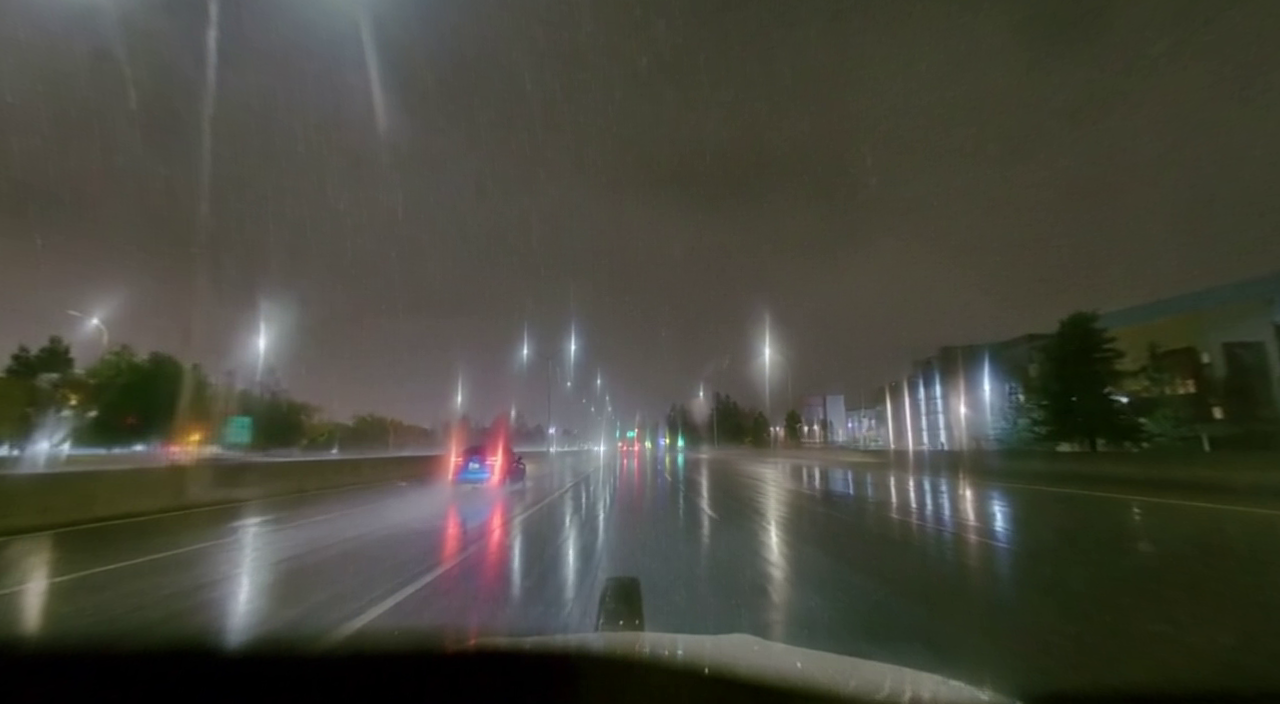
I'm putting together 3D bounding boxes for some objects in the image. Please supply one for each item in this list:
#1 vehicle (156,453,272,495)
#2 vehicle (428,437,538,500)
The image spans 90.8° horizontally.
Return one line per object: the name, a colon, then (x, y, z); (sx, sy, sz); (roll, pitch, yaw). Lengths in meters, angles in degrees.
vehicle: (-17.735, 5.067, 26.598); (1.920, 1.540, 4.259); (0, -9, 0)
vehicle: (-4.131, 3.127, 17.441); (1.900, 1.492, 4.495); (0, -9, 0)
